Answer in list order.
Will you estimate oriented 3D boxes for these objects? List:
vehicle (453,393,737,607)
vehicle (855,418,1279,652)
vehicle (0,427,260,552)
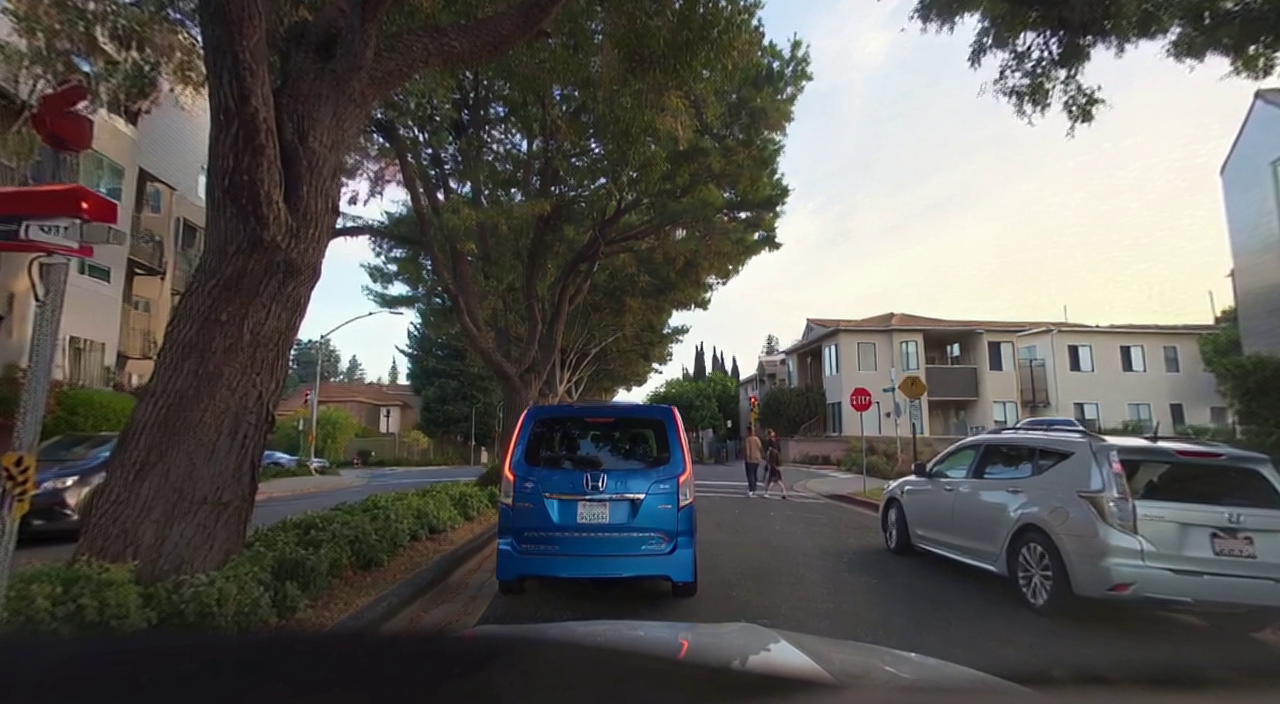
[{"bbox_3d":[-0.385,1.594,7.697,2.377,1.787,4.652,0,-9,0],"label":"vehicle"},{"bbox_3d":[4.220,1.685,6.912,1.959,1.581,4.731,4,-9,-2],"label":"vehicle"},{"bbox_3d":[-8.291,2.026,10.059,1.825,1.532,4.083,-3,-7,1],"label":"vehicle"}]
